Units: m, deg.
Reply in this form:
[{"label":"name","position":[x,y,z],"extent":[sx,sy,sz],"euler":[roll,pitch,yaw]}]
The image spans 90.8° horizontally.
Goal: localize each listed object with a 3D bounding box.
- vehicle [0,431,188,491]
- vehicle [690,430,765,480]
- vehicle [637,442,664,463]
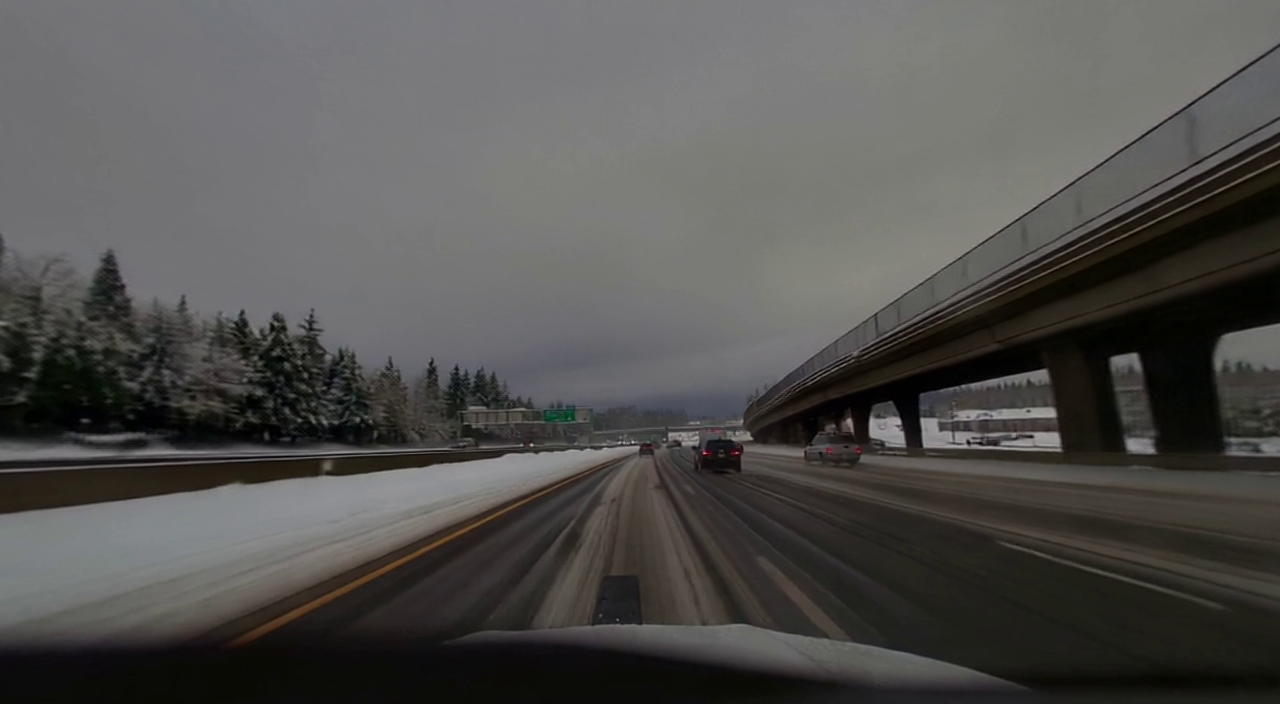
[{"label":"vehicle","position":[-20.144,3.959,23.316],"extent":[2.145,1.895,6.330],"euler":[0,-9,1]},{"label":"vehicle","position":[3.322,4.064,25.150],"extent":[2.226,1.779,4.835],"euler":[0,-9,-1]},{"label":"vehicle","position":[0.838,7.734,48.709],"extent":[2.046,1.475,3.784],"euler":[0,-9,2]}]
